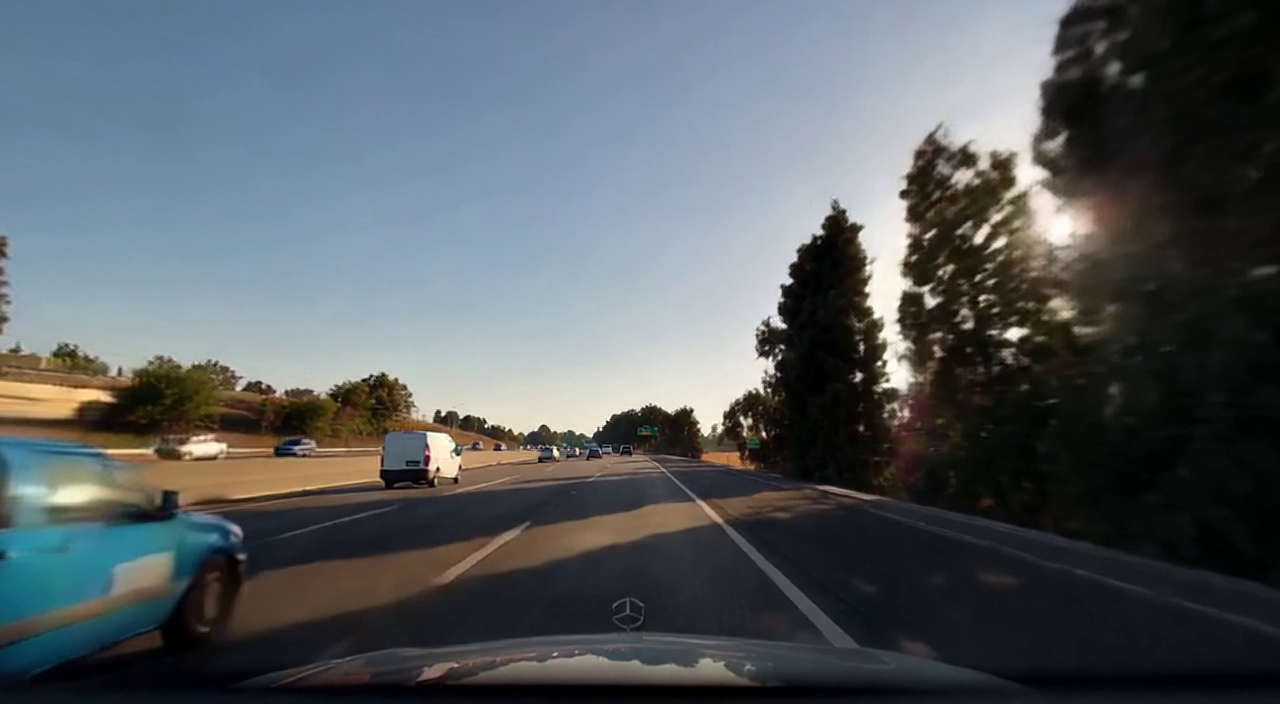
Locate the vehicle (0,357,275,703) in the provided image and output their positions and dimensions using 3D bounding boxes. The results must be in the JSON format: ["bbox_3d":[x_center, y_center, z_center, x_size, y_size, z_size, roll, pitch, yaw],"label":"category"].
[{"bbox_3d":[-3.746,0.792,2.164,2.040,1.679,4.865,0,-9,0],"label":"vehicle"}]

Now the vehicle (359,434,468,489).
[{"bbox_3d":[-7.874,3.858,22.528,2.093,1.752,4.771,0,-9,0],"label":"vehicle"}]
